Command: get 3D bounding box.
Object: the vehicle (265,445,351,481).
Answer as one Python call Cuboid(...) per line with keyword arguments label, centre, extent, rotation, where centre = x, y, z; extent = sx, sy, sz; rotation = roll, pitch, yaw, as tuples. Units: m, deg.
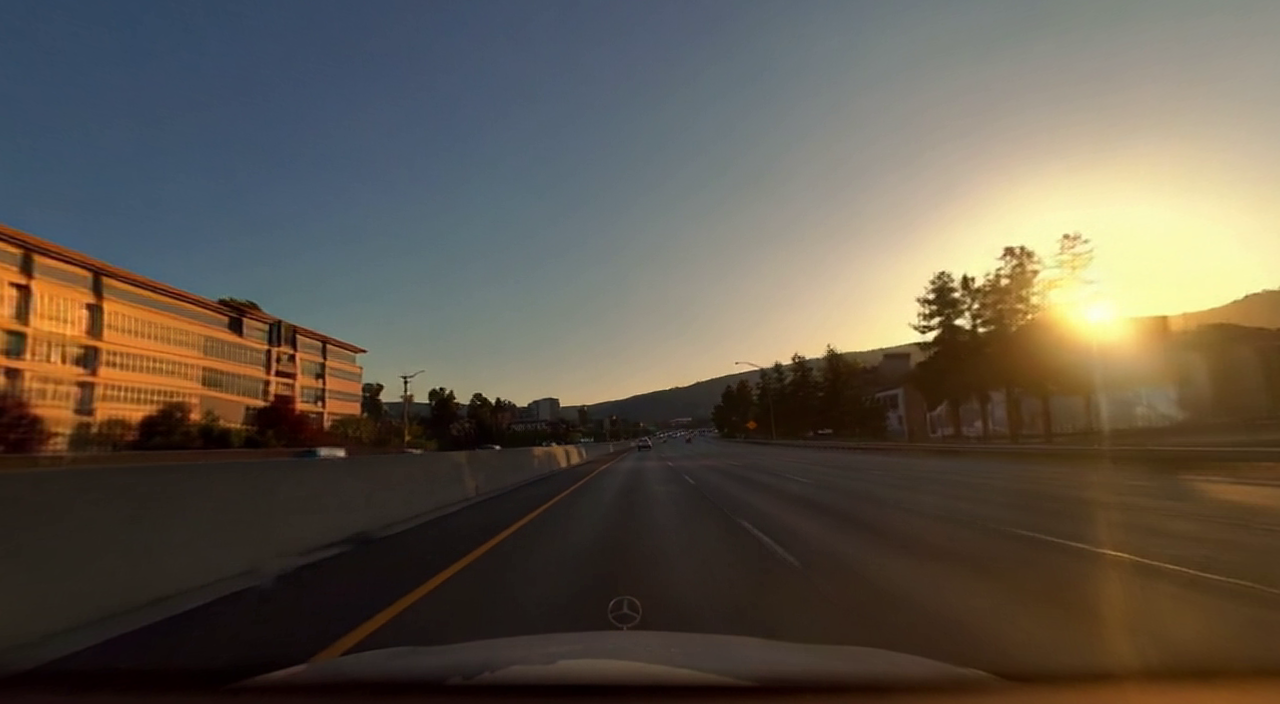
Cuboid(label="vehicle", centre=(-19.106, 6.377, 36.662), extent=(2.278, 1.932, 5.143), rotation=(0, -8, -1))
